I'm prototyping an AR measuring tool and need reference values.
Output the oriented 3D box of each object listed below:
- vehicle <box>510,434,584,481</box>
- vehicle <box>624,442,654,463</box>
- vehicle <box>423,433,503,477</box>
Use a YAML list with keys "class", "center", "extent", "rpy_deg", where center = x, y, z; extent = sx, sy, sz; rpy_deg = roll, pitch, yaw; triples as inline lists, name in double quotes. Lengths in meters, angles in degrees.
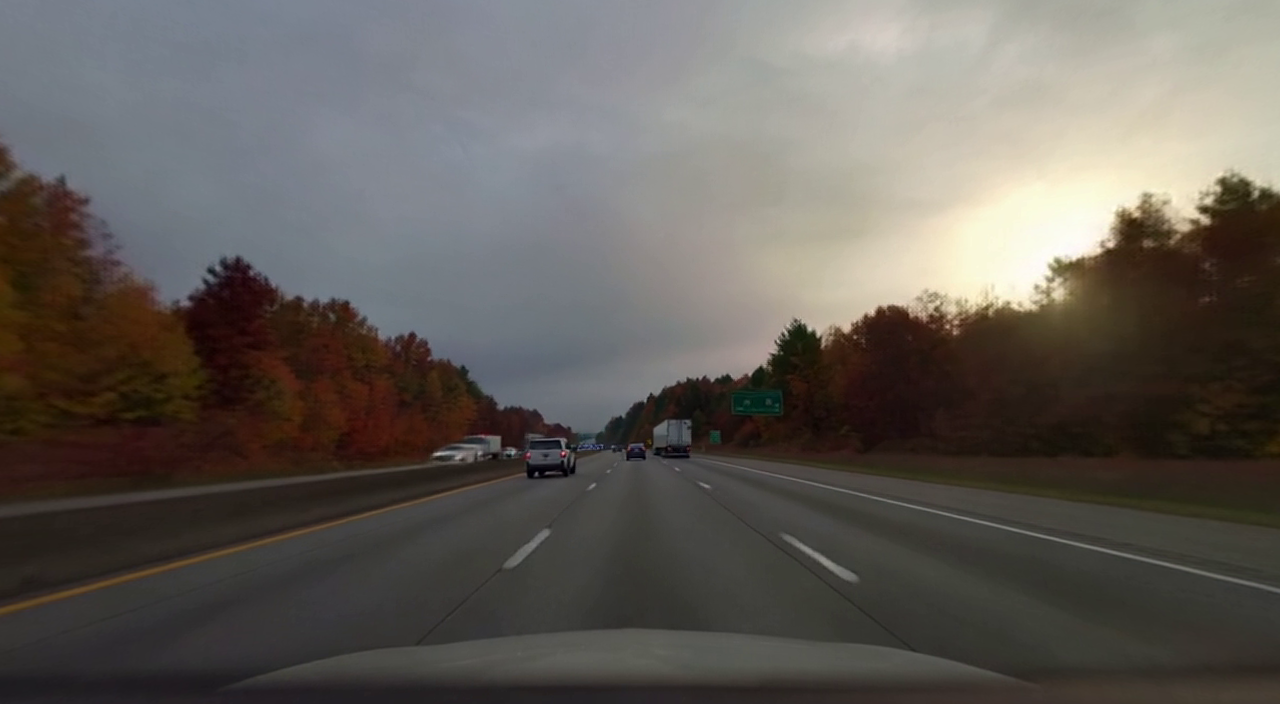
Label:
- class: "vehicle"
  center: [-3.521, 4.088, 24.727]
  extent: [2.077, 1.669, 4.739]
  rpy_deg: [0, -8, 1]
- class: "vehicle"
  center: [-0.055, 7.597, 47.551]
  extent: [2.152, 1.484, 4.211]
  rpy_deg: [0, -8, 0]
- class: "vehicle"
  center: [-6.874, 4.024, 24.862]
  extent: [1.845, 1.577, 3.968]
  rpy_deg: [-1, -8, 2]
